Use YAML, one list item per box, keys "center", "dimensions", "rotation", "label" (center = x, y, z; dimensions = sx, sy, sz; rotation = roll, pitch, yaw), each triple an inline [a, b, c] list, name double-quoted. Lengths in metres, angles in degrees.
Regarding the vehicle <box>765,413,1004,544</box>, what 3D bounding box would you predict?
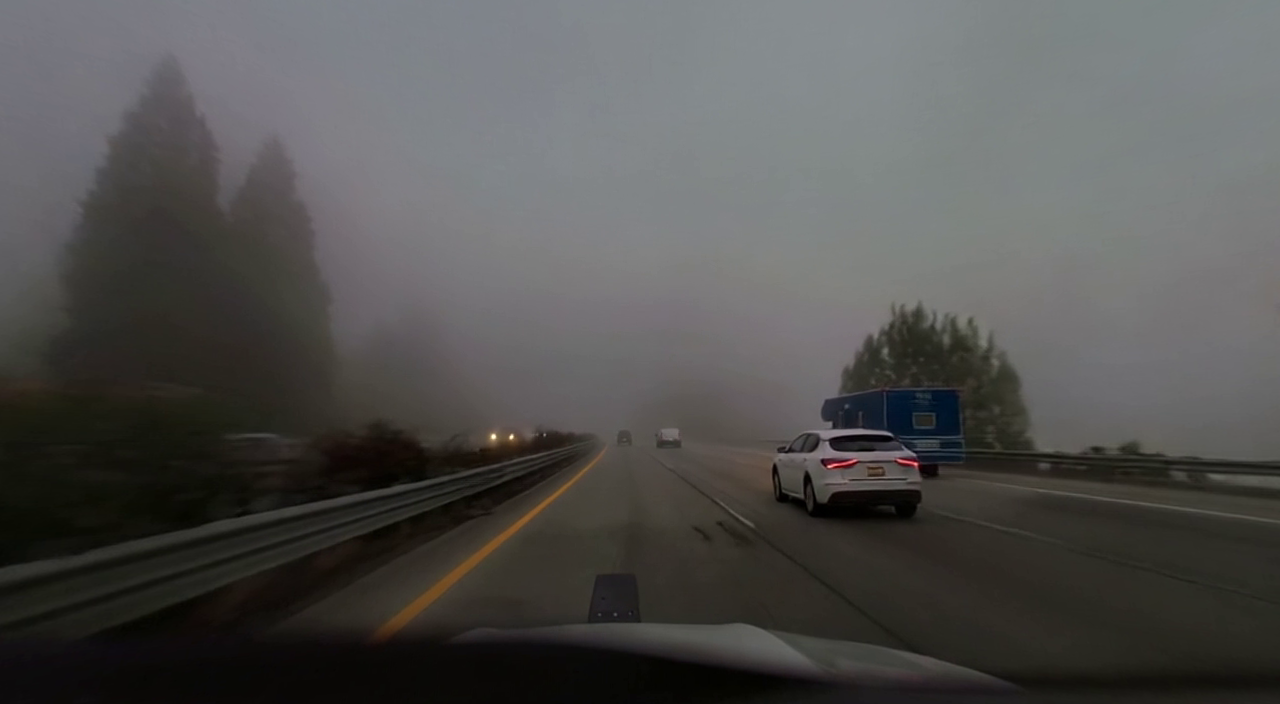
- center: [3.341, 1.781, 9.586]
  dimensions: [2.002, 1.569, 3.845]
  rotation: [0, -8, -1]
  label: "vehicle"
